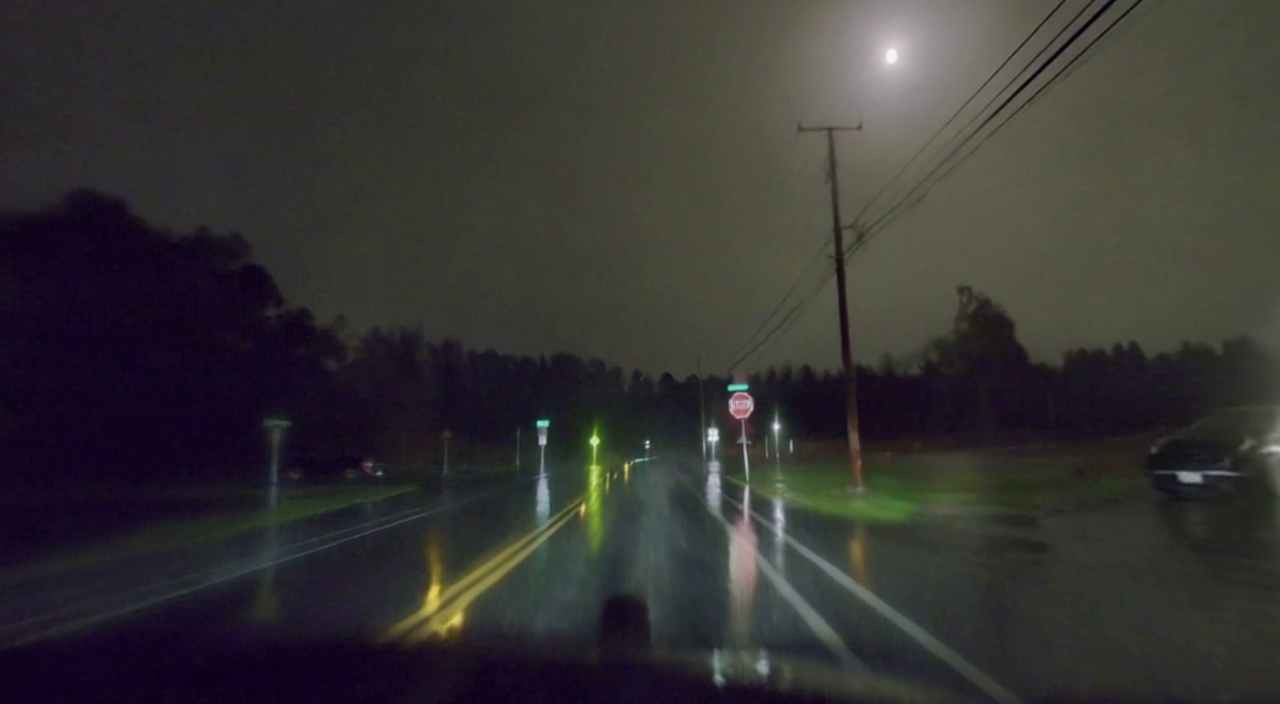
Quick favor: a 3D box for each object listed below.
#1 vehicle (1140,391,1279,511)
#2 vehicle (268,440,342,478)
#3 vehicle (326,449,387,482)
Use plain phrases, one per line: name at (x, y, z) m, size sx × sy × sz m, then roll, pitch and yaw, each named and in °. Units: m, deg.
vehicle at (11.187, 1.706, 11.030) m, size 4.013 × 1.786 × 1.987 m, roll 3°, pitch -9°, yaw -23°
vehicle at (-17.729, 5.714, 33.594) m, size 1.849 × 1.831 × 3.980 m, roll -1°, pitch -10°, yaw -2°
vehicle at (-14.546, 5.808, 32.536) m, size 1.739 × 1.539 × 3.548 m, roll 0°, pitch -8°, yaw -5°
